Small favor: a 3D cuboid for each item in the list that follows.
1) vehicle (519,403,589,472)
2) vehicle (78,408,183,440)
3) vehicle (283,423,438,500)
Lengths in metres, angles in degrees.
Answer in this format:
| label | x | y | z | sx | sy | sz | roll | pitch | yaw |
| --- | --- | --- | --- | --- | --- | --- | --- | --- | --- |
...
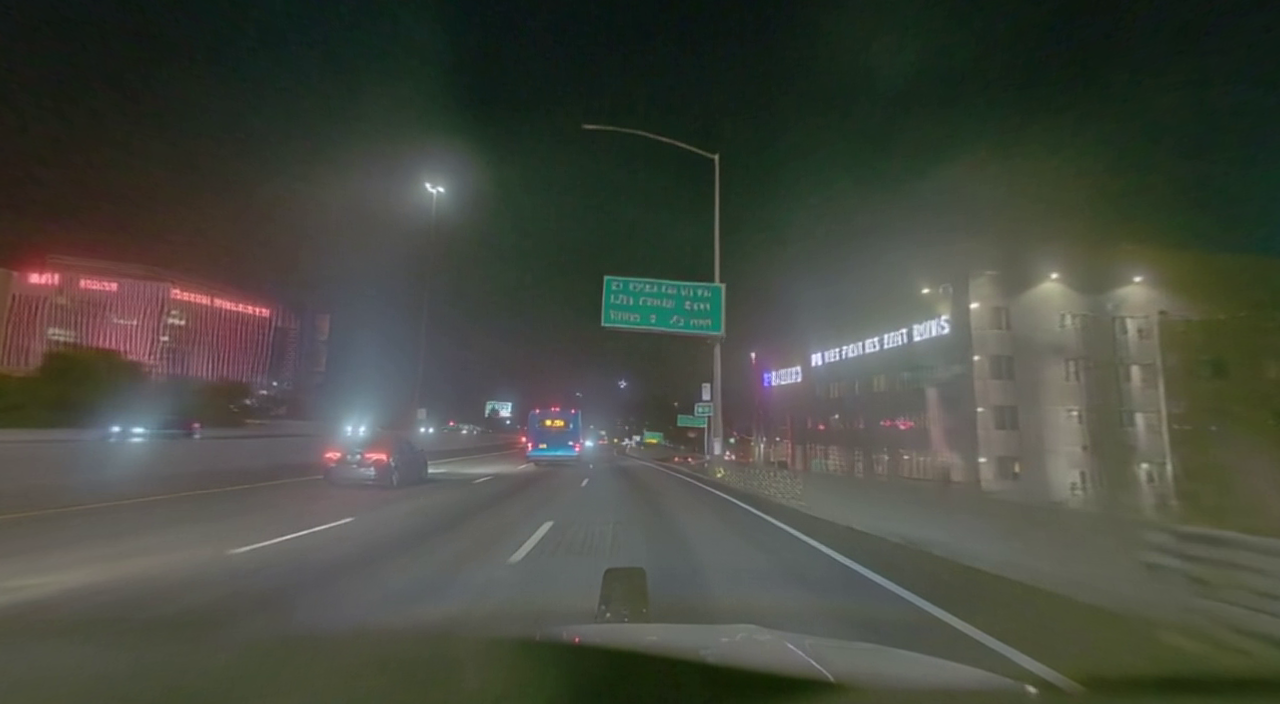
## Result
| label | x | y | z | sx | sy | sz | roll | pitch | yaw |
| --- | --- | --- | --- | --- | --- | --- | --- | --- | --- |
| vehicle | -4.121 | 4.413 | 31.616 | 2.888 | 2.944 | 8.373 | 2 | -10 | -5 |
| vehicle | -32.015 | 4.590 | 39.825 | 2.187 | 1.813 | 5.007 | -1 | -9 | 4 |
| vehicle | -7.010 | 2.802 | 16.448 | 1.993 | 1.690 | 4.450 | 0 | -9 | 0 |
